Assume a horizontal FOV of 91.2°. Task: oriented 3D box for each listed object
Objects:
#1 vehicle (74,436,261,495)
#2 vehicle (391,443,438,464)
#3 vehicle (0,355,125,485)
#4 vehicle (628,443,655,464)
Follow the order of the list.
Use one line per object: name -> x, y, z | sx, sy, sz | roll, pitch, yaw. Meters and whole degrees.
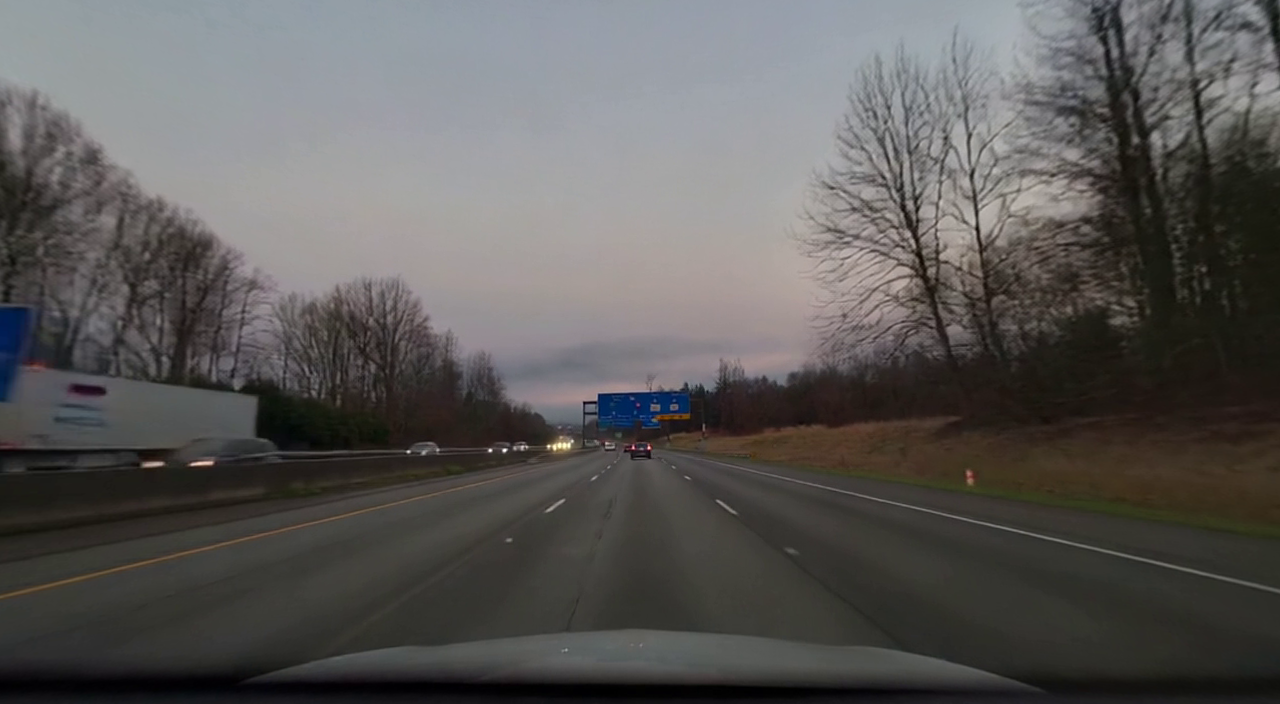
vehicle -> -13.453, 3.237, 18.345 | 1.845, 1.493, 4.625 | 0, -8, 0
vehicle -> -17.263, 7.767, 48.309 | 1.927, 1.509, 4.717 | 0, -8, 0
vehicle -> -21.065, 2.007, 18.673 | 2.940, 3.918, 9.839 | 0, -9, 0
vehicle -> 0.099, 7.469, 46.345 | 1.859, 1.478, 3.799 | 0, -8, 0
